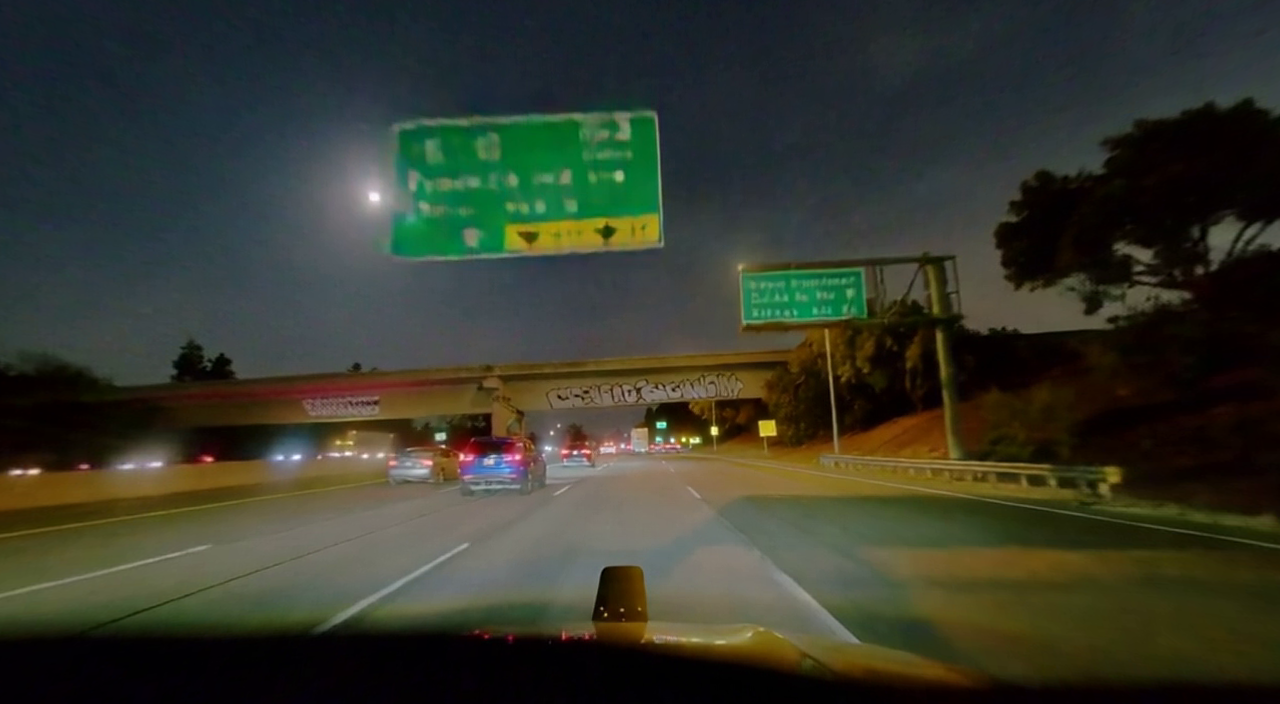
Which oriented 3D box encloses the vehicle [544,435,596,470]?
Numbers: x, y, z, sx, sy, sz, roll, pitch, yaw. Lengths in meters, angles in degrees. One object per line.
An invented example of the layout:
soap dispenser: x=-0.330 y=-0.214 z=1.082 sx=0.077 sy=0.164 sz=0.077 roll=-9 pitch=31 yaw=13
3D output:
vehicle: x=-3.560 y=5.256 z=32.916 sx=2.154 sy=1.693 sz=4.394 roll=0 pitch=-8 yaw=1

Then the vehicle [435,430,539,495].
vehicle: x=-4.275 y=3.144 z=18.221 sx=1.969 sy=1.633 sz=3.962 roll=0 pitch=-8 yaw=1

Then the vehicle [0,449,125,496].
vehicle: x=-20.634 y=4.126 z=21.977 sx=1.749 sy=1.441 sz=3.952 roll=0 pitch=-8 yaw=1

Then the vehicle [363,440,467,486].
vehicle: x=-7.844 y=3.899 z=22.444 sx=1.917 sy=1.449 sz=4.727 roll=0 pitch=-8 yaw=0

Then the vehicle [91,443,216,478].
vehicle: x=-24.069 y=5.344 z=31.398 sx=1.969 sy=1.580 sz=5.258 roll=0 pitch=-8 yaw=1

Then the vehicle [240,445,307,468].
vehicle: x=-27.418 y=7.840 z=47.153 sx=2.039 sy=1.597 sz=4.846 roll=0 pitch=-8 yaw=0
